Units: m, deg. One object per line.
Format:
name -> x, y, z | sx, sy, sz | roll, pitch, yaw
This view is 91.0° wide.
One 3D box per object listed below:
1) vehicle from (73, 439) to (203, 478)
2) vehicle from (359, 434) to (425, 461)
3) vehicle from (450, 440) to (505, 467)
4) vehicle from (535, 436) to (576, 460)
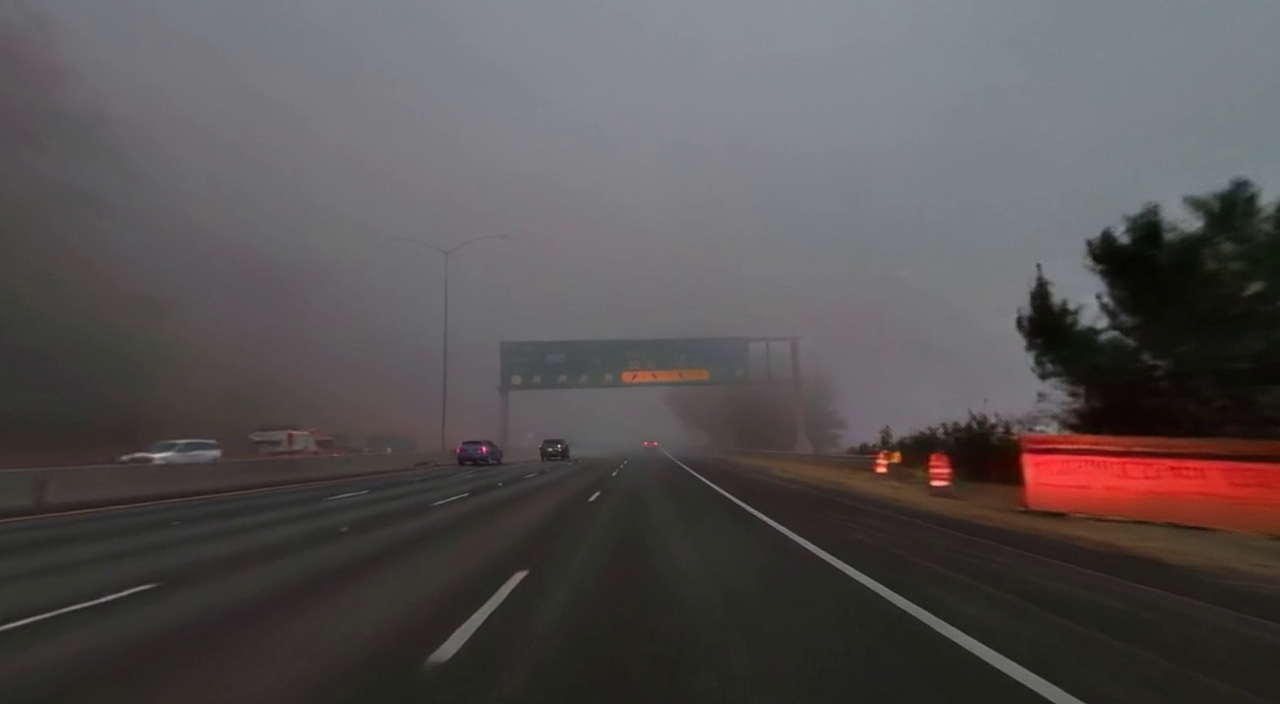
vehicle -> -22.442, 4.774, 28.435 | 2.186, 1.619, 4.359 | 0, -9, 1
vehicle -> -18.603, 7.218, 47.643 | 2.447, 1.910, 6.271 | 0, -8, 1
vehicle -> -9.712, 6.111, 38.044 | 2.122, 1.511, 4.576 | 0, -8, 0
vehicle -> -6.336, 7.307, 47.799 | 2.402, 1.733, 4.512 | 0, -8, 1
